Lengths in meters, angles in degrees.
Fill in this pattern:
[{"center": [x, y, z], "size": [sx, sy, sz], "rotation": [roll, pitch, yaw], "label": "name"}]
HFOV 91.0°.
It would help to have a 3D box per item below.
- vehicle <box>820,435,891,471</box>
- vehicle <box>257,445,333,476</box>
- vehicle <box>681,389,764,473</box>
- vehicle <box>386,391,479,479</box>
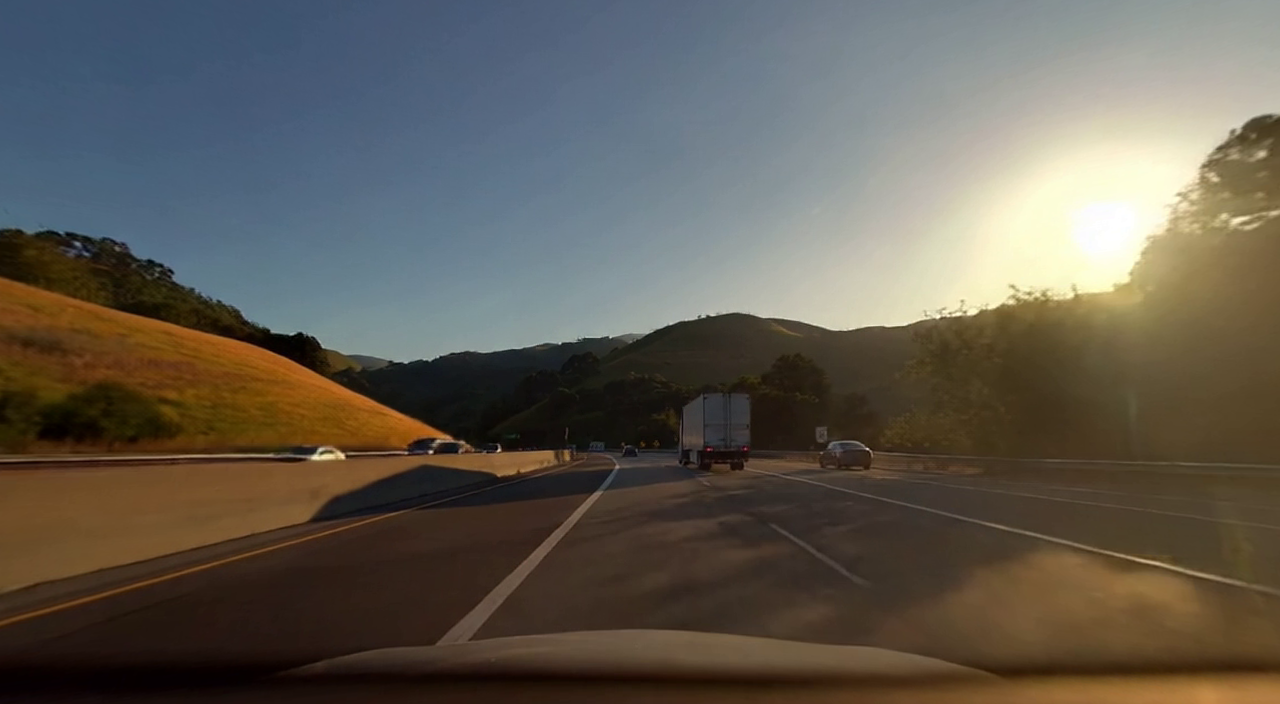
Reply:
[{"center": [11.481, 5.423, 33.923], "size": [2.046, 1.741, 4.769], "rotation": [0, -9, -1], "label": "vehicle"}, {"center": [-20.230, 6.364, 37.183], "size": [1.995, 1.714, 4.416], "rotation": [0, -9, -1], "label": "vehicle"}, {"center": [4.256, 4.552, 35.276], "size": [3.049, 3.968, 10.706], "rotation": [0, -9, -1], "label": "vehicle"}, {"center": [-8.902, 3.633, 27.415], "size": [2.873, 3.553, 3.144], "rotation": [0, -9, -1], "label": "vehicle"}]
